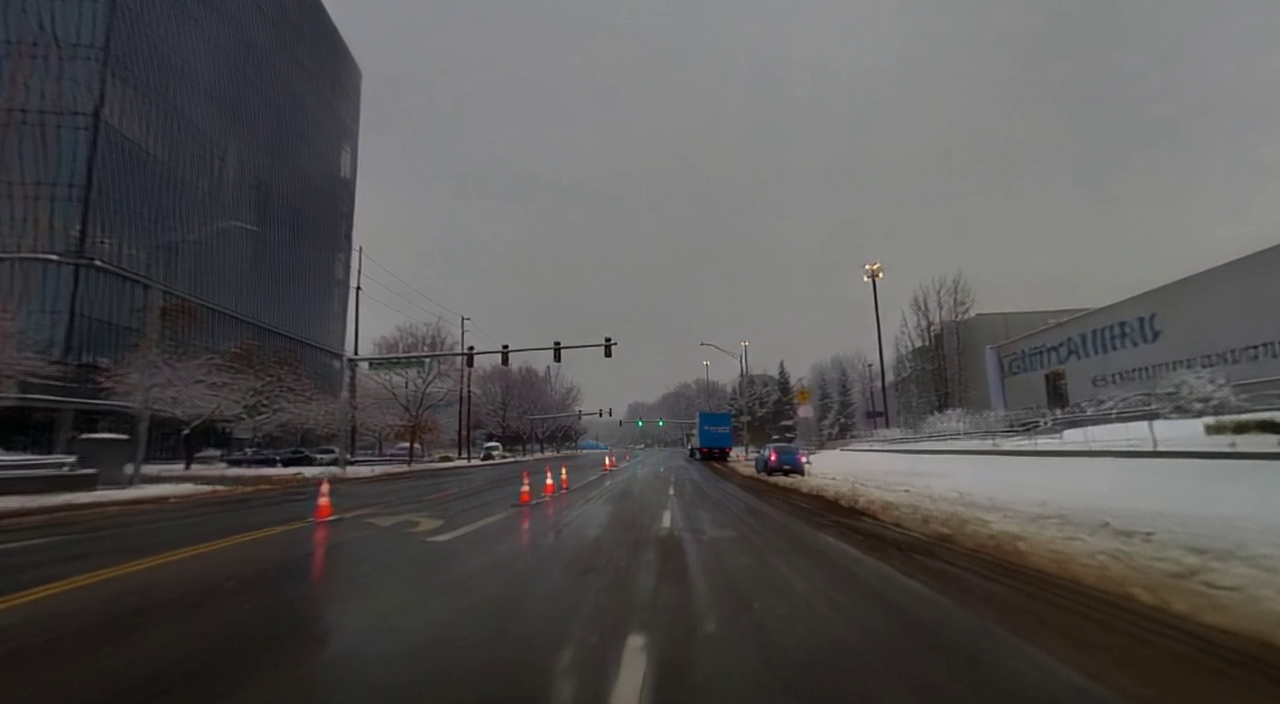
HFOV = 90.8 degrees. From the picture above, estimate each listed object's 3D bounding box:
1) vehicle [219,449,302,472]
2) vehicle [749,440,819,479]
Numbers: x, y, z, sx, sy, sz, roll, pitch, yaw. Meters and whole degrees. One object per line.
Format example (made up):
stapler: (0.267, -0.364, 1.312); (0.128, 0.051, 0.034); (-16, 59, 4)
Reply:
vehicle: (-25.268, 7.206, 42.184); (4.237, 1.490, 1.901); (0, -8, -1)
vehicle: (6.441, 4.856, 28.861); (2.098, 1.619, 4.433); (0, -8, -1)
